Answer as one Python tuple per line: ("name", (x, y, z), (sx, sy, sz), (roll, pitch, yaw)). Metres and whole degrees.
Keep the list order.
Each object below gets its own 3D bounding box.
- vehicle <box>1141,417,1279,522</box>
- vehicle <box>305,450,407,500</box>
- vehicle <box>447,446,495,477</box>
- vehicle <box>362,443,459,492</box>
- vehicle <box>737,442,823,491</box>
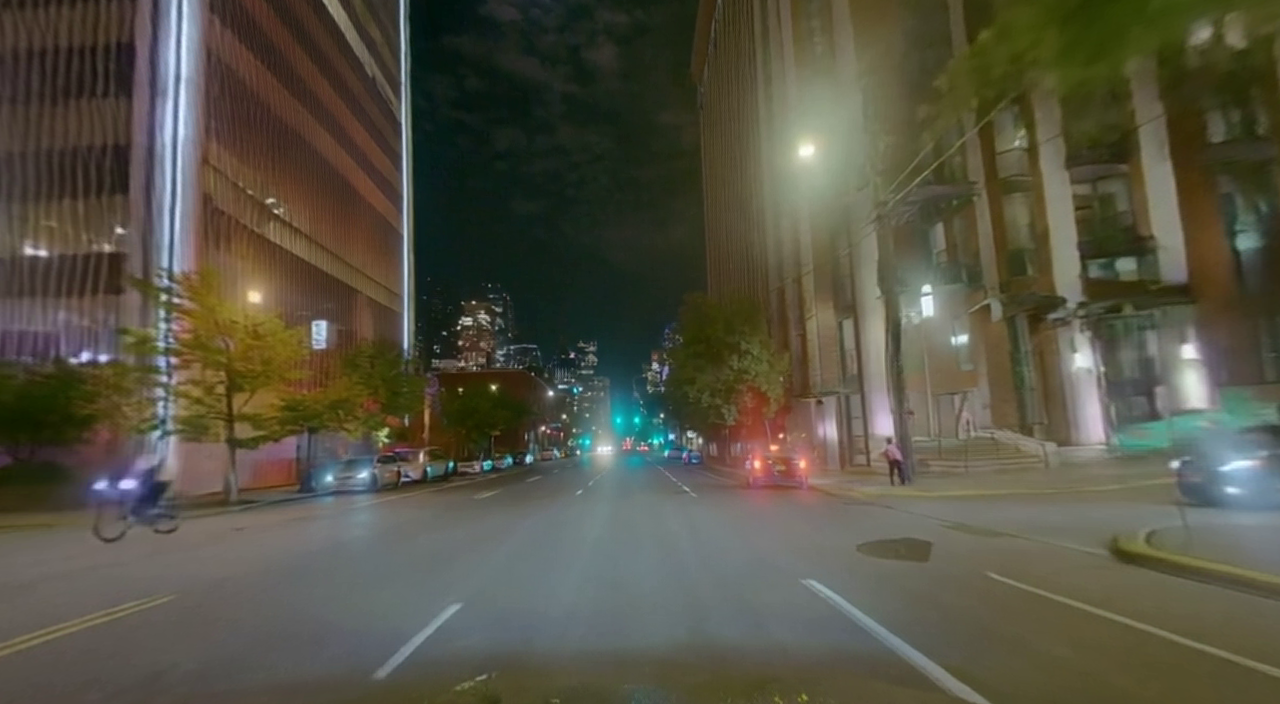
("vehicle", (11.633, 1.963, 10.816), (4.380, 1.608, 1.942), (0, -8, 0))
("vehicle", (-11.207, 4.845, 25.377), (1.992, 1.629, 4.773), (-3, -8, -1))
("vehicle", (-11.578, 7.515, 43.731), (1.970, 1.828, 5.519), (-3, -8, -2))
("vehicle", (-11.102, 5.573, 31.177), (2.574, 1.922, 6.292), (-4, -8, -2))
("vehicle", (4.789, 3.967, 22.346), (1.929, 1.522, 4.543), (0, -8, -1))
